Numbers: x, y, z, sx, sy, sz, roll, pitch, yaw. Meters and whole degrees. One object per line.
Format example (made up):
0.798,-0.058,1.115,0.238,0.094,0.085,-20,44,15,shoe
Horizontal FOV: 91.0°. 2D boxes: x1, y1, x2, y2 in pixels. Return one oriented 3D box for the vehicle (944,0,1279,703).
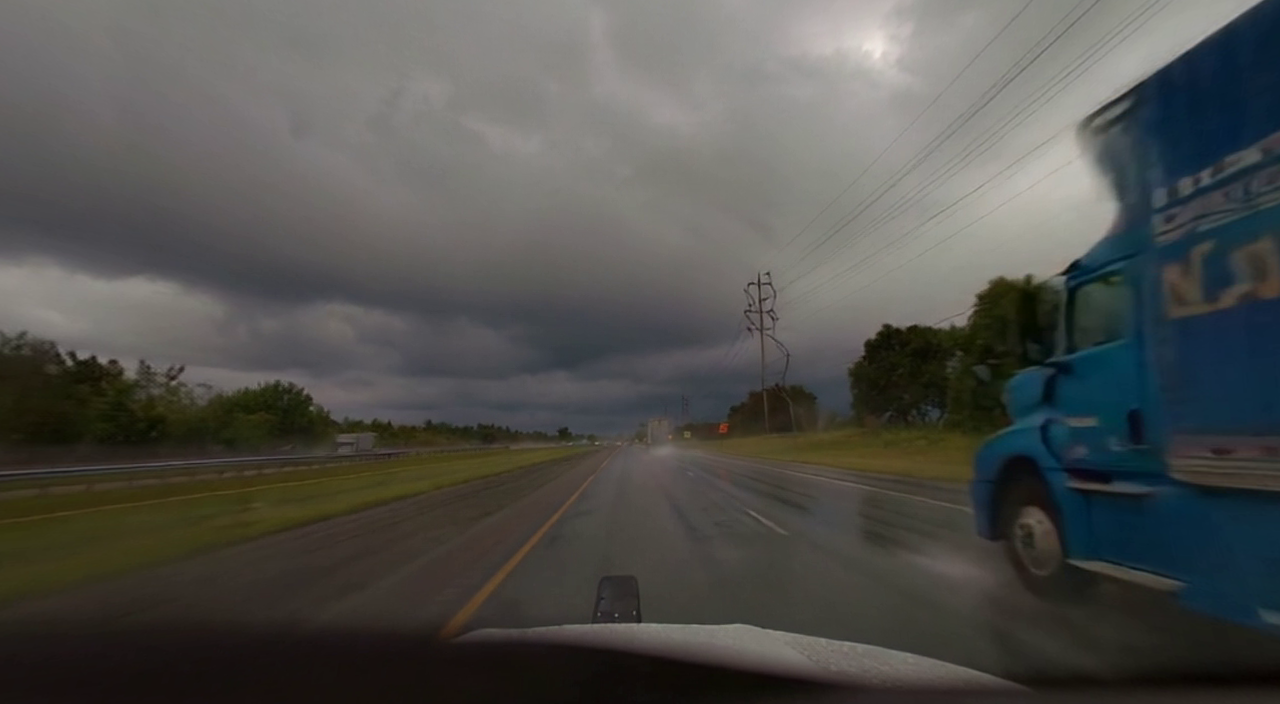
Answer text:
4.133,-0.407,0.429,3.037,3.672,9.136,0,-8,-1,vehicle
